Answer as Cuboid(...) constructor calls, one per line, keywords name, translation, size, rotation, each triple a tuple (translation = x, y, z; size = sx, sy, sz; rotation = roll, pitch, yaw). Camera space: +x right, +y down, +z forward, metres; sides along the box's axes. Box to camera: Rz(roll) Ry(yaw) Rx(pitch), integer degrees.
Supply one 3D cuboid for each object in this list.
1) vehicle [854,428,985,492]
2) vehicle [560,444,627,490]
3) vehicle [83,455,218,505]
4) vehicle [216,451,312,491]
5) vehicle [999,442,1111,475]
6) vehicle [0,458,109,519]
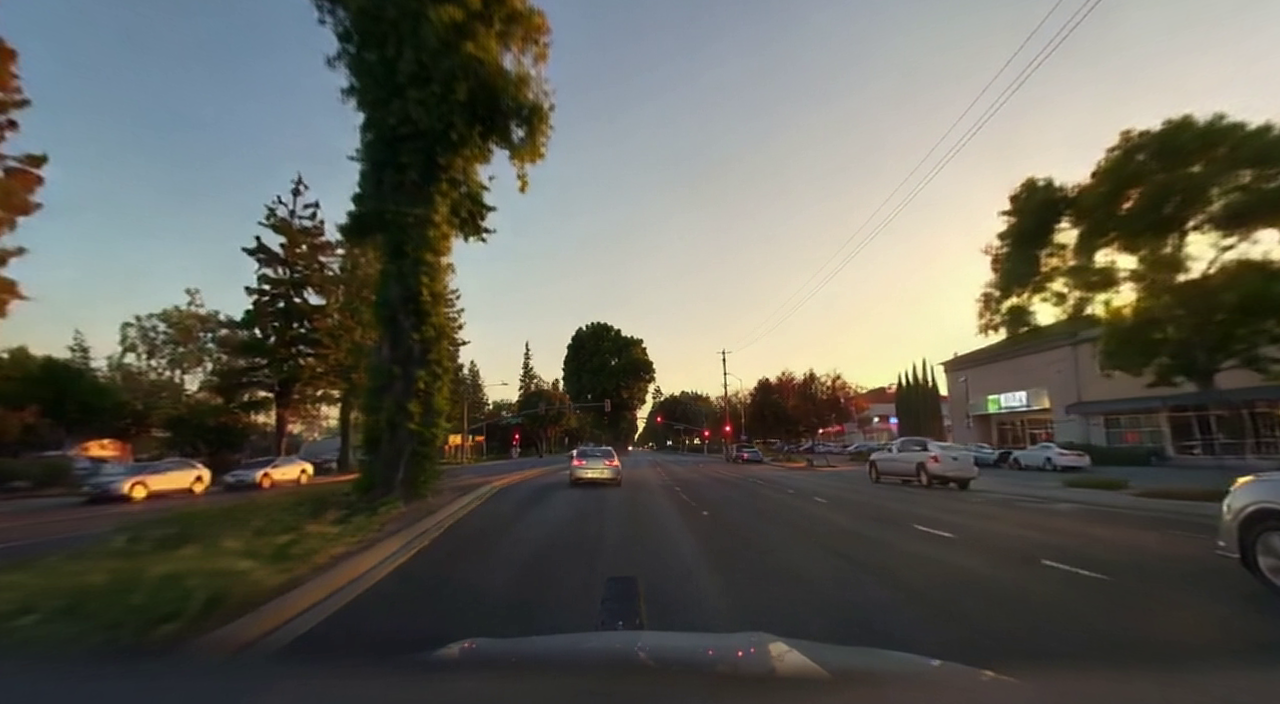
Cuboid(name="vehicle", translation=(10.312, 4.049, 24.020), size=(2.266, 2.118, 5.742), rotation=(0, -9, -1))
Cuboid(name="vehicle", translation=(-1.647, 4.034, 22.554), size=(2.185, 1.473, 3.925), rotation=(0, -9, -4))
Cuboid(name="vehicle", translation=(-19.276, 5.023, 25.192), size=(1.905, 1.698, 4.408), rotation=(0, -9, -1))
Cuboid(name="vehicle", translation=(-18.969, 5.981, 32.163), size=(2.027, 1.831, 4.644), rotation=(0, -9, -1))
Cuboid(name="vehicle", translation=(19.568, 5.010, 29.889), size=(4.212, 1.436, 1.919), rotation=(-6, -10, 34))
Cuboid(name="vehicle", translation=(-19.049, 4.127, 19.125), size=(1.896, 1.620, 4.542), rotation=(-2, -8, 1))
